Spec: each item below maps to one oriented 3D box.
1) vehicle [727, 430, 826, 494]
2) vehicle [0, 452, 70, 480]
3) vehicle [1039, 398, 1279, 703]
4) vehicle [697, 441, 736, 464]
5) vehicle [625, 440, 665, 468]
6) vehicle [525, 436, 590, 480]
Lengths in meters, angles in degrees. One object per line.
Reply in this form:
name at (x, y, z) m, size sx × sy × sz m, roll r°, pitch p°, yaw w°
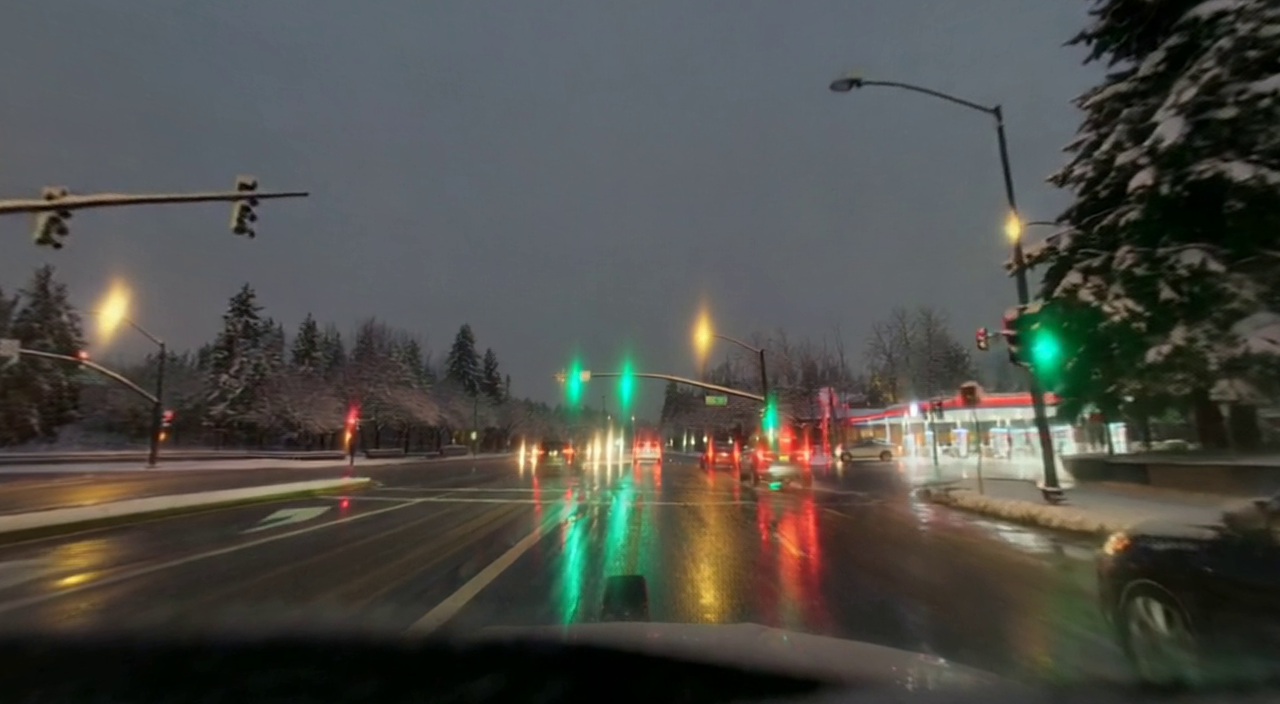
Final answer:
vehicle at (3.979, 3.276, 19.139) m, size 2.022 × 1.683 × 4.171 m, roll 0°, pitch -8°, yaw -1°
vehicle at (-34.211, 6.179, 34.208) m, size 4.652 × 1.453 × 1.945 m, roll 0°, pitch -8°, yaw 0°
vehicle at (3.624, 0.803, 1.626) m, size 2.038 × 1.499 × 4.868 m, roll 0°, pitch -8°, yaw 1°
vehicle at (5.113, 6.796, 42.743) m, size 2.174 × 1.462 × 4.400 m, roll 0°, pitch -8°, yaw 1°
vehicle at (0.260, 5.760, 35.953) m, size 2.104 × 1.477 × 4.591 m, roll 0°, pitch -8°, yaw 0°
vehicle at (-3.209, 4.214, 25.388) m, size 2.023 × 1.607 × 4.086 m, roll 0°, pitch -8°, yaw 1°
